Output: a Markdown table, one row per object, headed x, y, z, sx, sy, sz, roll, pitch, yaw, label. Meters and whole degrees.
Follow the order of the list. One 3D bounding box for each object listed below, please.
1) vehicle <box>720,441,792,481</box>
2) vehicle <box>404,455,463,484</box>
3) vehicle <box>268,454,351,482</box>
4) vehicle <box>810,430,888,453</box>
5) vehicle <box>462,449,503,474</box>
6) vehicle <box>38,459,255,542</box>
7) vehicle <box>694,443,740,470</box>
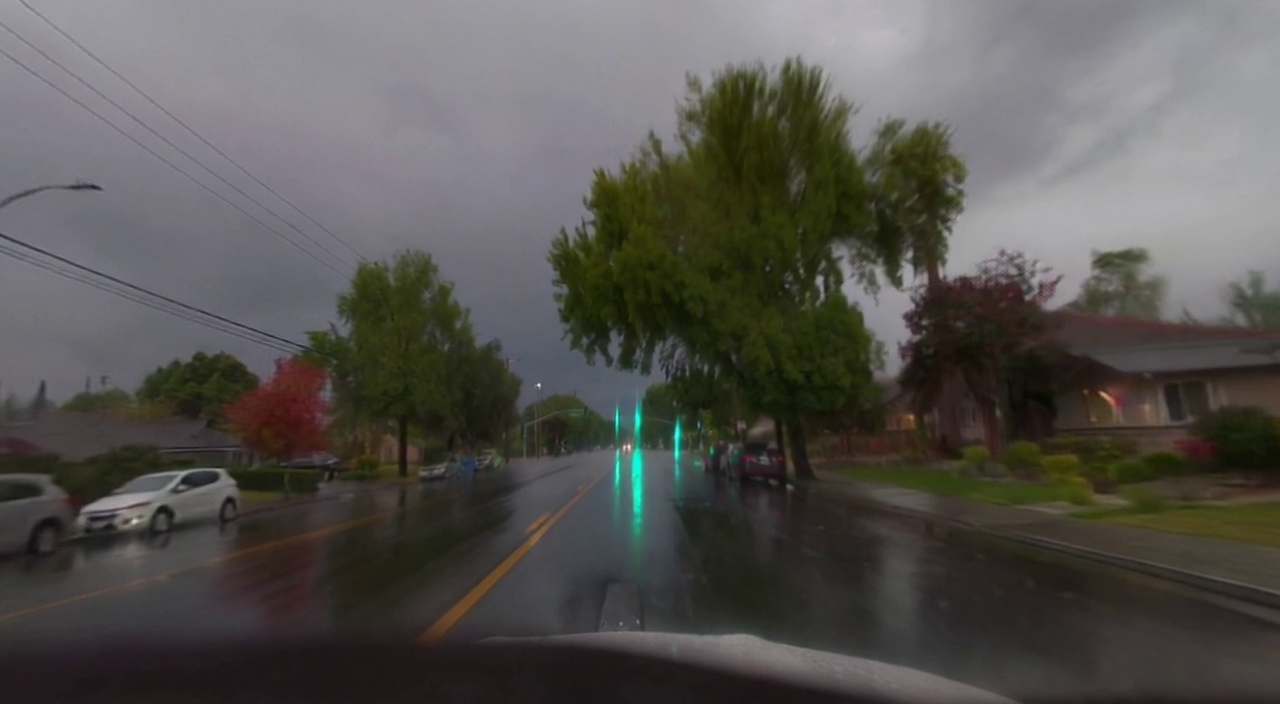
| x | y | z | sx | sy | sz | roll | pitch | yaw | label |
| --- | --- | --- | --- | --- | --- | --- | --- | --- | --- |
| 4.566 | 4.344 | 25.495 | 2.010 | 1.461 | 4.247 | 0 | -9 | -2 | vehicle |
| -11.608 | 6.586 | 35.782 | 1.867 | 1.471 | 4.139 | 0 | -9 | 1 | vehicle |
| -20.025 | 7.024 | 38.387 | 3.932 | 1.641 | 1.819 | 0 | -8 | -1 | vehicle |
| 14.255 | 6.143 | 43.296 | 4.660 | 1.546 | 1.916 | 0 | -8 | 0 | vehicle |
| -11.688 | 8.097 | 47.115 | 1.977 | 1.753 | 4.278 | 0 | -9 | 0 | vehicle |
| -11.638 | 3.468 | 15.377 | 2.008 | 1.643 | 4.130 | 0 | -8 | -2 | vehicle |
| 4.300 | 5.919 | 35.910 | 2.063 | 1.444 | 4.217 | 0 | -9 | -1 | vehicle |
